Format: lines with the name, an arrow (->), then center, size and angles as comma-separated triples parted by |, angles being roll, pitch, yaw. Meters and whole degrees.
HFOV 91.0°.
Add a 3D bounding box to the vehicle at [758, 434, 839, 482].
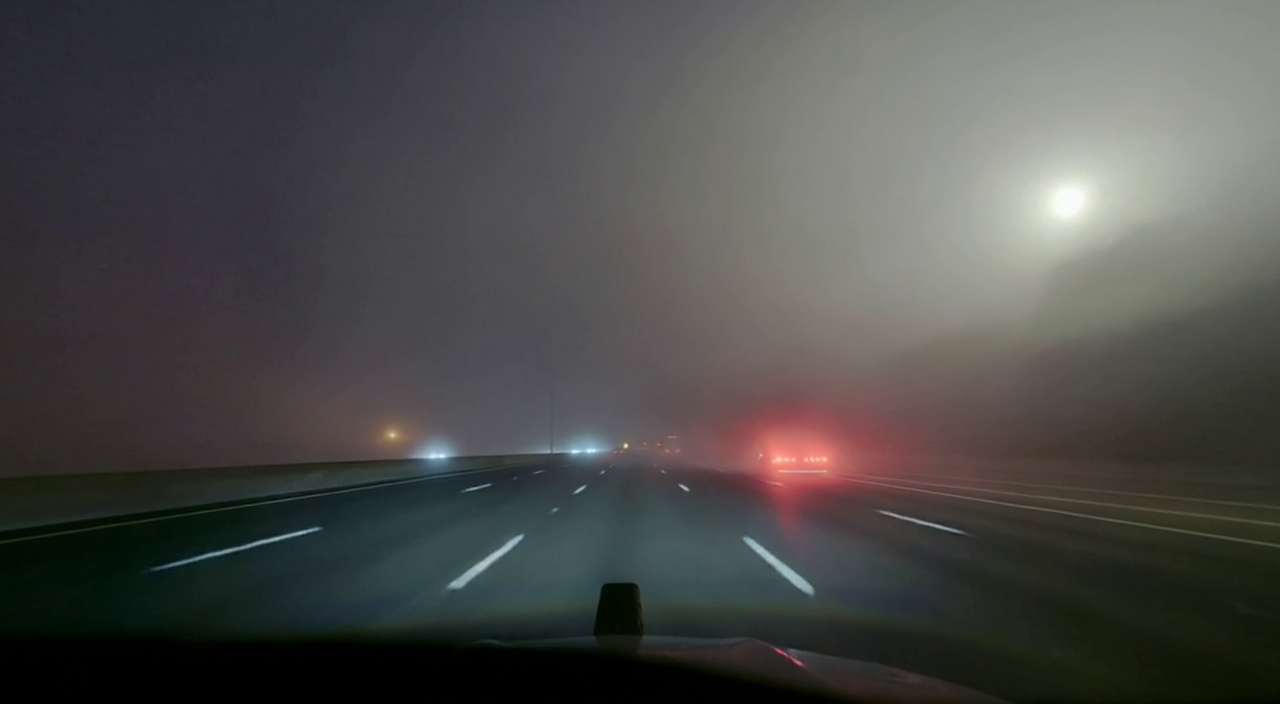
vehicle -> 6.298, 4.266, 25.634 | 2.096, 1.767, 4.601 | 0, -9, 0
